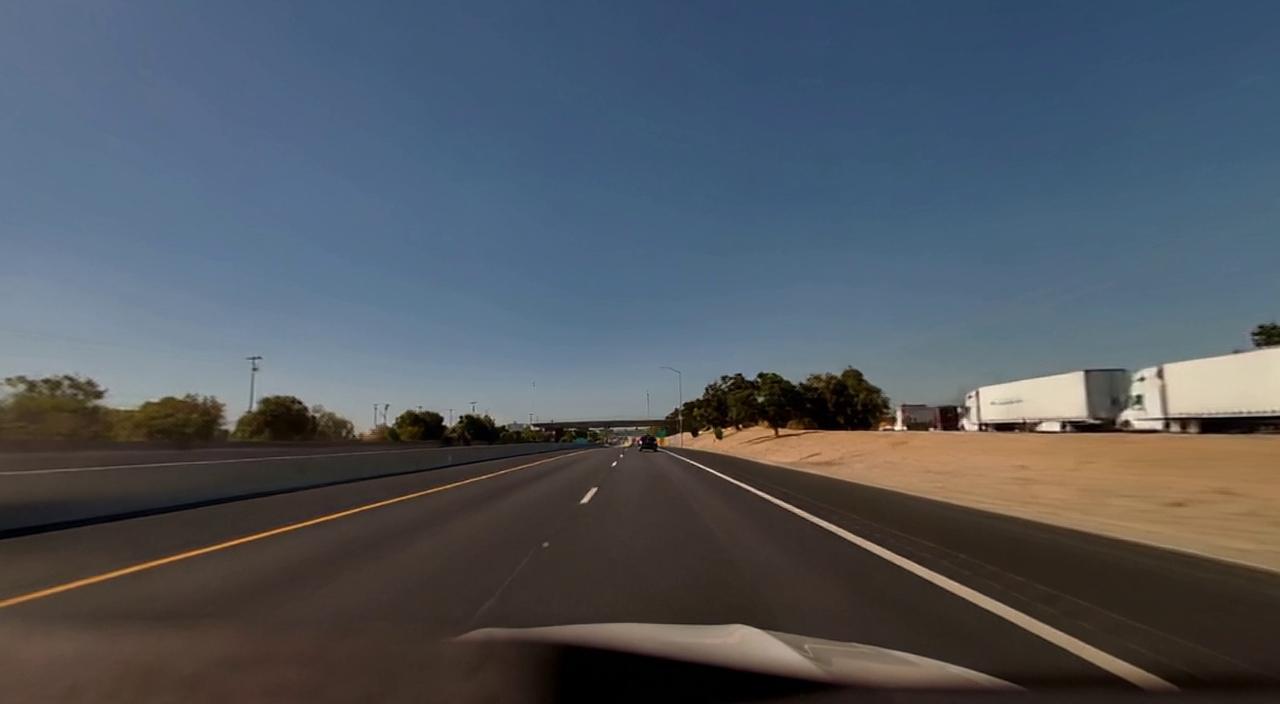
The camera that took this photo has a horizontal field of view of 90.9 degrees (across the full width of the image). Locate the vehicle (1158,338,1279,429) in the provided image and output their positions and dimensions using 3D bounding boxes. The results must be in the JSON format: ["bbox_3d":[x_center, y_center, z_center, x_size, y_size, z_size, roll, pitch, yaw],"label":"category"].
[{"bbox_3d":[31.762,1.417,30.347,2.932,4.074,14.330,-5,-9,7],"label":"vehicle"}]
